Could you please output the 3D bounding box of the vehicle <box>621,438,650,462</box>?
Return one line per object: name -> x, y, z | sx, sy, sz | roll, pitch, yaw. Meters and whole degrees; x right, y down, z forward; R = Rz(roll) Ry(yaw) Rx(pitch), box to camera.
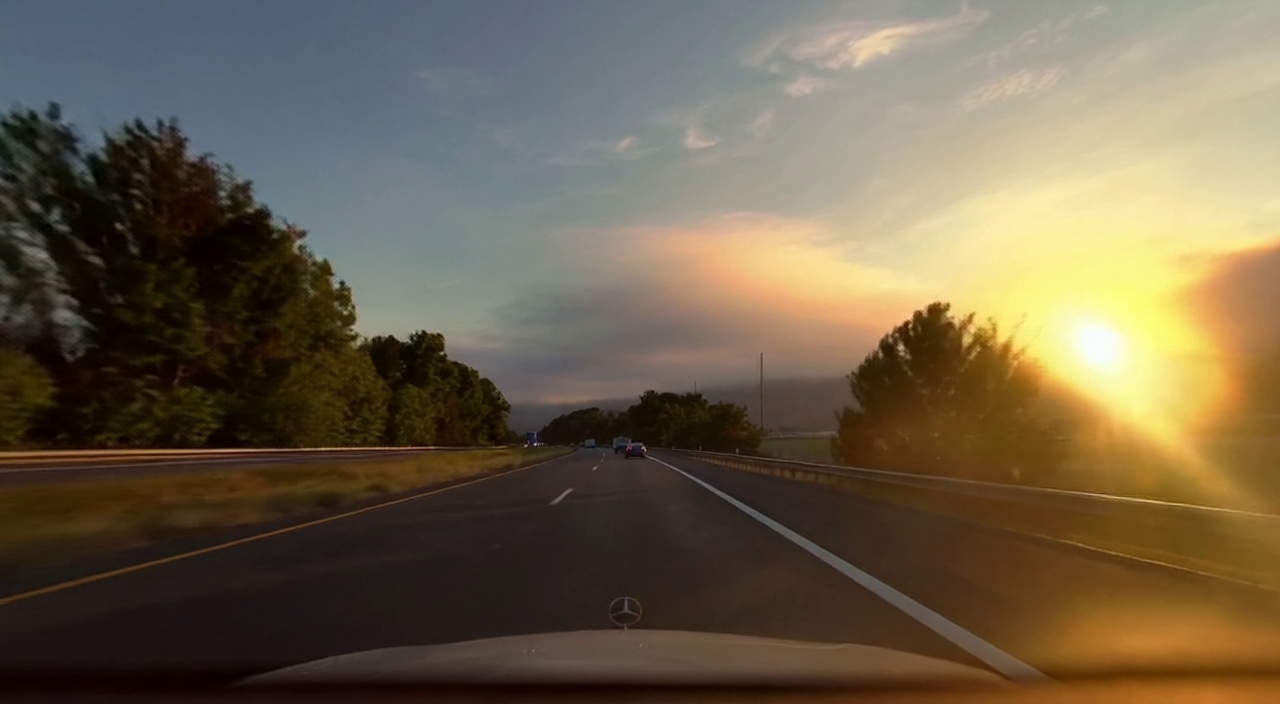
vehicle -> -0.415, 7.611, 49.089 | 2.079, 1.729, 4.380 | 0, -8, -3
